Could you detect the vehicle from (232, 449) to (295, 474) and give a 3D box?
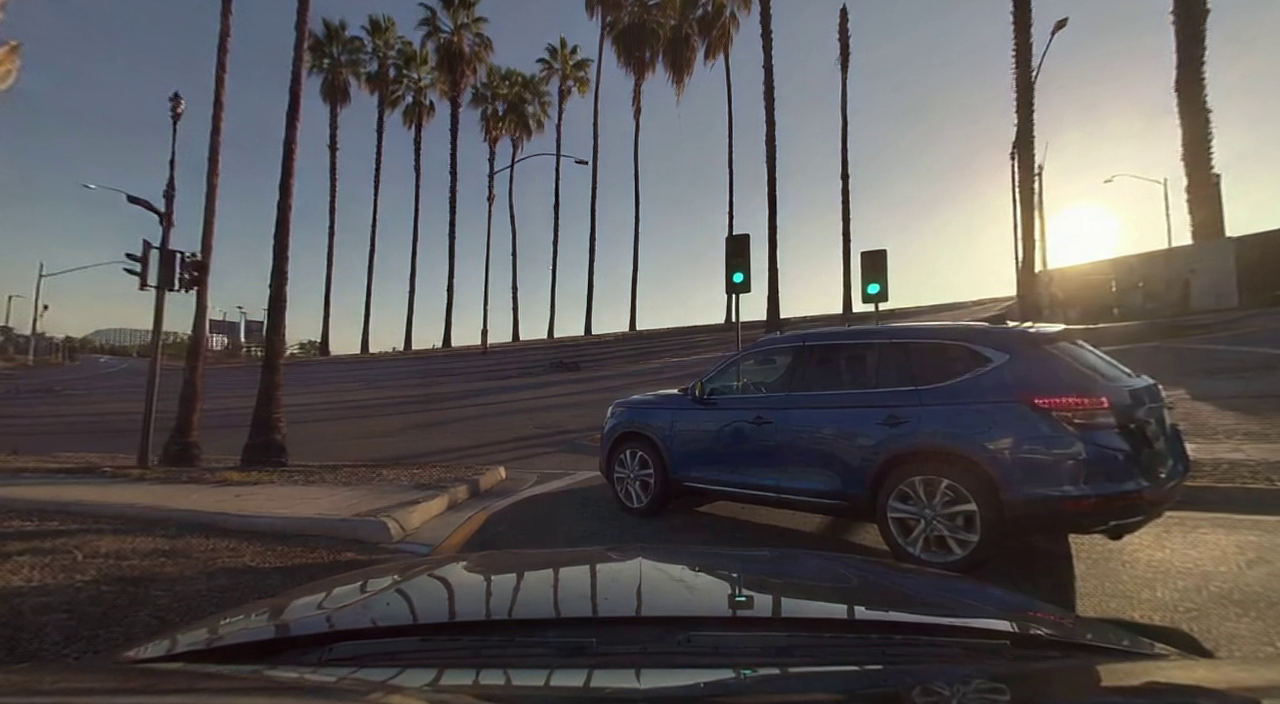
[{"bbox_3d":[-26.266,7.617,44.066,1.941,1.631,4.017,0,-9,0],"label":"vehicle"}]

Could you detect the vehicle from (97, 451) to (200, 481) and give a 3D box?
[{"bbox_3d":[-26.586,6.164,34.282,1.830,1.443,4.551,0,-9,2],"label":"vehicle"}]

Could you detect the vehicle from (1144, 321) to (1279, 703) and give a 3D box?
[{"bbox_3d":[3.442,0.497,0.559,2.028,1.770,4.737,0,-9,0],"label":"vehicle"}]
